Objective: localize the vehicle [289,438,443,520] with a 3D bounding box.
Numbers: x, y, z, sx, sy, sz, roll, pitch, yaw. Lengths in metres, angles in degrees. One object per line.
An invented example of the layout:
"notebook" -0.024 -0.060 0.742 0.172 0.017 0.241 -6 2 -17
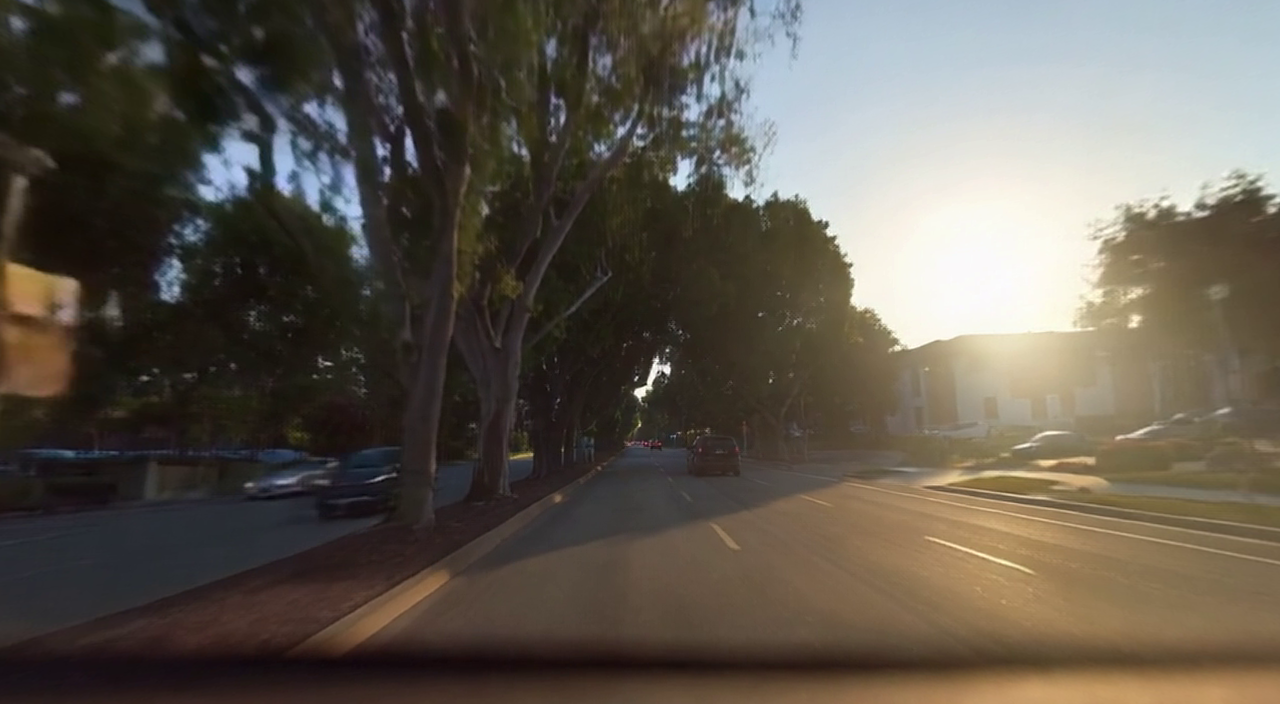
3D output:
"vehicle" -6.383 2.965 15.348 1.900 1.671 4.217 0 -8 -1

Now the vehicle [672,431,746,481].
"vehicle" 2.592 4.064 24.893 2.240 1.740 4.605 0 -8 -2

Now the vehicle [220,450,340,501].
"vehicle" -12.625 4.317 22.500 1.859 1.569 4.166 0 -8 -1
